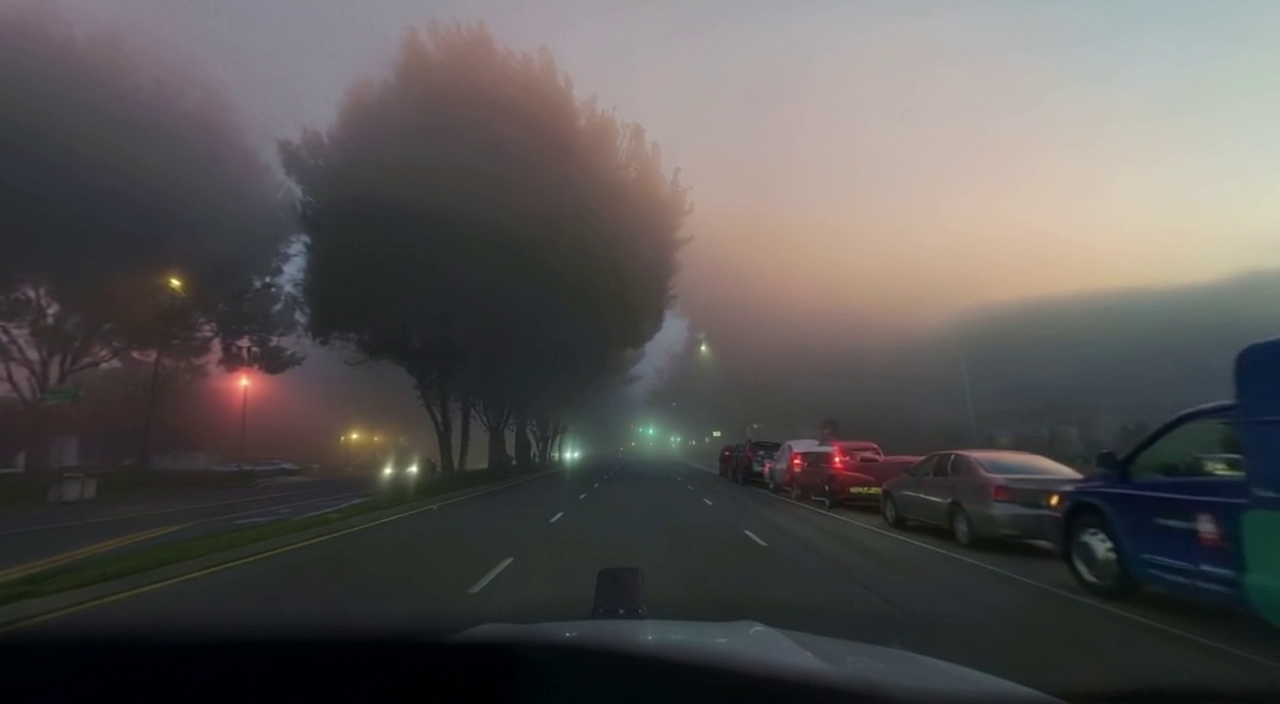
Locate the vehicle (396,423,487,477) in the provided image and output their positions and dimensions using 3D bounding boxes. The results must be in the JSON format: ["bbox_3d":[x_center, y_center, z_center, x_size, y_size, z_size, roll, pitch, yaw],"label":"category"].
[{"bbox_3d":[-14.691,7.467,48.225,3.021,3.520,12.558,0,-9,-1],"label":"vehicle"}]

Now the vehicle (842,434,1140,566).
[{"bbox_3d":[4.737,2.025,9.524,1.908,1.472,4.541,0,-8,0],"label":"vehicle"}]

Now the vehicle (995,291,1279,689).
[{"bbox_3d":[4.628,0.660,2.892,2.351,2.125,6.230,0,-8,0],"label":"vehicle"}]

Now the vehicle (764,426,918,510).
[{"bbox_3d":[4.524,2.695,15.173,2.028,1.660,4.705,0,-8,-2],"label":"vehicle"}]
